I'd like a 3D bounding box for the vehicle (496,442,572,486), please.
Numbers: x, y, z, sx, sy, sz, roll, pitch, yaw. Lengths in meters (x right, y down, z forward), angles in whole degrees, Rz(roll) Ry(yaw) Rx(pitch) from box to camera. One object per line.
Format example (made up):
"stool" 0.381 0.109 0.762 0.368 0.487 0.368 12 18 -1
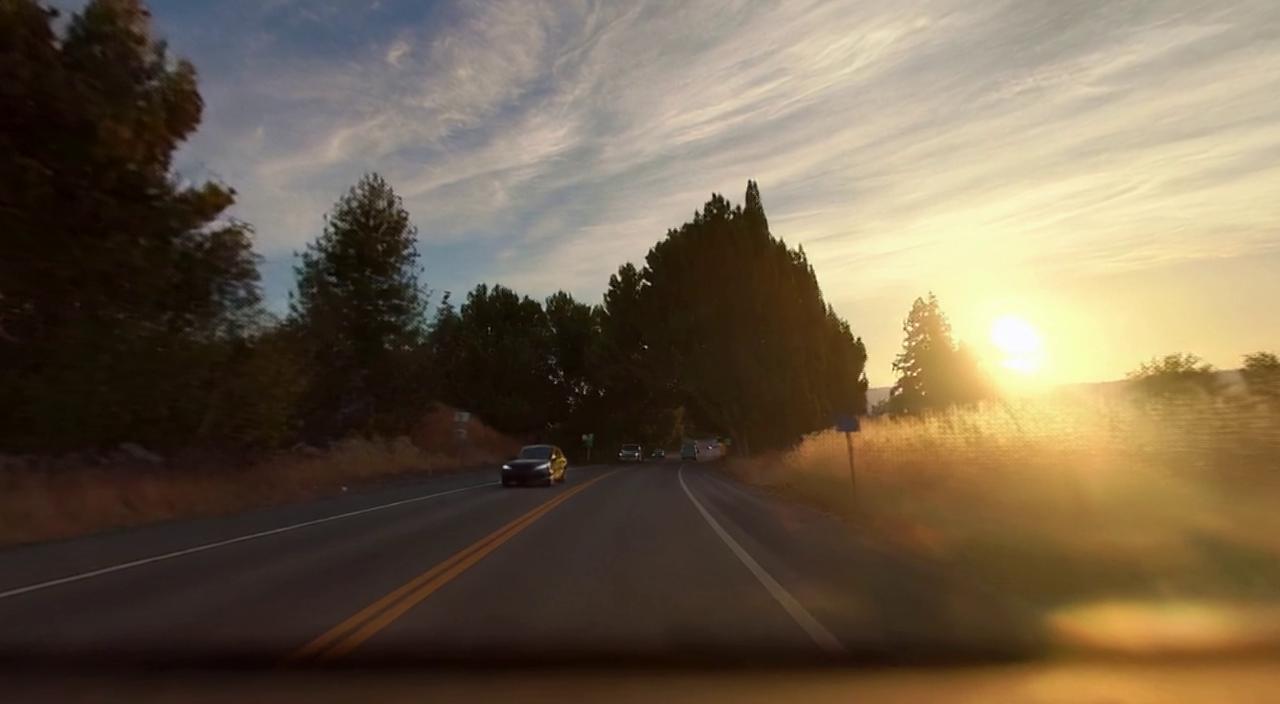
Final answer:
"vehicle" -4.026 4.334 24.817 2.049 1.566 4.387 -1 -8 3
